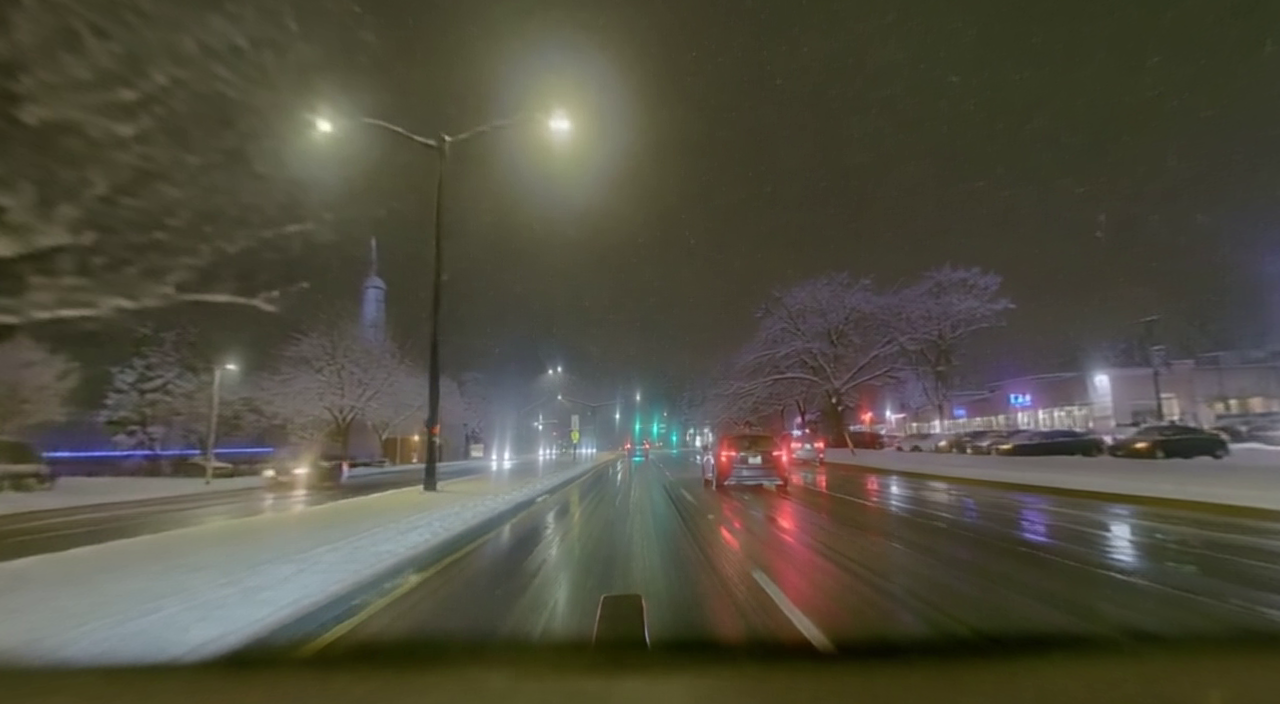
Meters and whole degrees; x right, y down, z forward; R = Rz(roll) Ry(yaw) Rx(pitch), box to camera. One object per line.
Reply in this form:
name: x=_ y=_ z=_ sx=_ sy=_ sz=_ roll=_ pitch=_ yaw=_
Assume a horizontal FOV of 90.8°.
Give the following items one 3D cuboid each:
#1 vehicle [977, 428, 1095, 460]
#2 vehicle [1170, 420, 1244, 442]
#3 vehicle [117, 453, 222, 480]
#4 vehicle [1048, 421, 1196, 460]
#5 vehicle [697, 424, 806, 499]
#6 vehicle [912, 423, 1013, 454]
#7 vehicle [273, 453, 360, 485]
vehicle: x=19.143 y=4.451 z=30.676 sx=4.418 sy=1.461 sz=2.002 roll=0 pitch=-8 yaw=-2
vehicle: x=40.155 y=5.665 z=44.856 sx=1.716 sy=1.456 sz=3.683 roll=0 pitch=-8 yaw=-1
vehicle: x=-29.851 y=7.272 z=40.213 sx=4.941 sy=1.444 sz=2.122 roll=-2 pitch=-8 yaw=-3
vehicle: x=19.862 y=3.682 z=26.204 sx=4.518 sy=1.501 sz=1.902 roll=0 pitch=-8 yaw=0
vehicle: x=2.714 y=2.800 z=16.464 sx=1.963 sy=1.677 sz=4.229 roll=0 pitch=-8 yaw=-1
vehicle: x=19.679 y=5.333 z=38.746 sx=4.975 sy=1.786 sz=2.223 roll=-1 pitch=-8 yaw=4
vehicle: x=-16.394 y=5.935 z=32.315 sx=1.955 sy=1.428 sz=4.606 roll=0 pitch=-8 yaw=0
